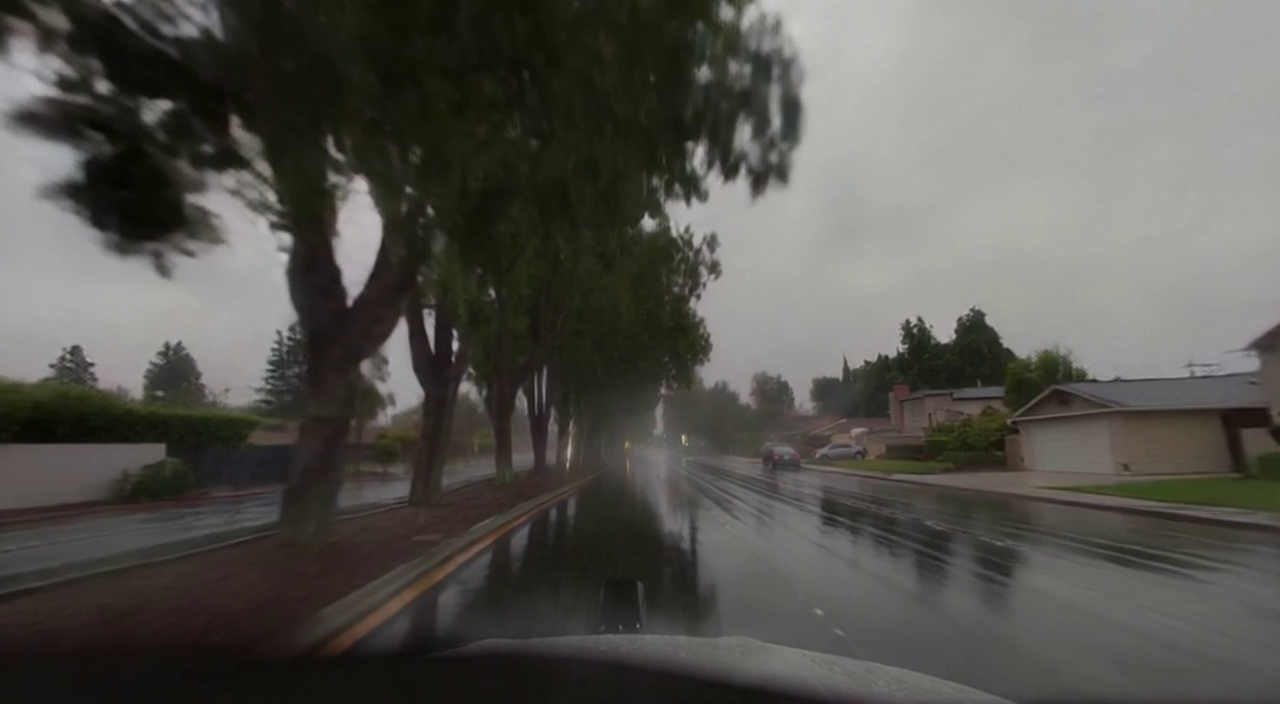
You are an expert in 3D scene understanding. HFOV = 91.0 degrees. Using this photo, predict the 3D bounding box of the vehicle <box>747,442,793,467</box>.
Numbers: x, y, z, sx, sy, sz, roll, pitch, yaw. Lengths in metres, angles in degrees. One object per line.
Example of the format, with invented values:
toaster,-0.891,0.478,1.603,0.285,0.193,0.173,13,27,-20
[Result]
vehicle,8.456,6.691,41.370,1.940,1.516,4.319,0,-9,-3
